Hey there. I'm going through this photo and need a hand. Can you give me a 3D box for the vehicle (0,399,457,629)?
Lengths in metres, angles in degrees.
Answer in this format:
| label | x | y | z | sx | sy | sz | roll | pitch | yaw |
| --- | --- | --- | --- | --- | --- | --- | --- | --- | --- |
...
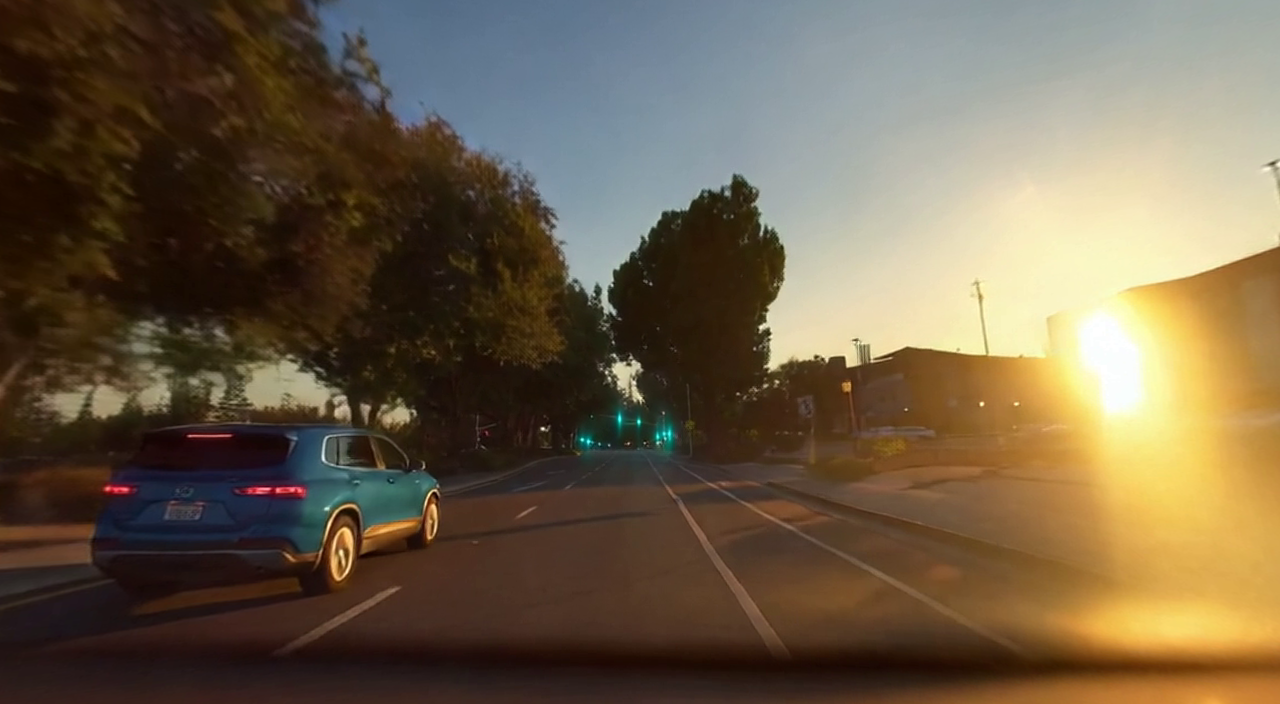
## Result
| label | x | y | z | sx | sy | sz | roll | pitch | yaw |
| --- | --- | --- | --- | --- | --- | --- | --- | --- | --- |
| vehicle | -3.770 | 1.562 | 7.052 | 2.121 | 1.724 | 4.392 | 0 | -9 | 0 |
